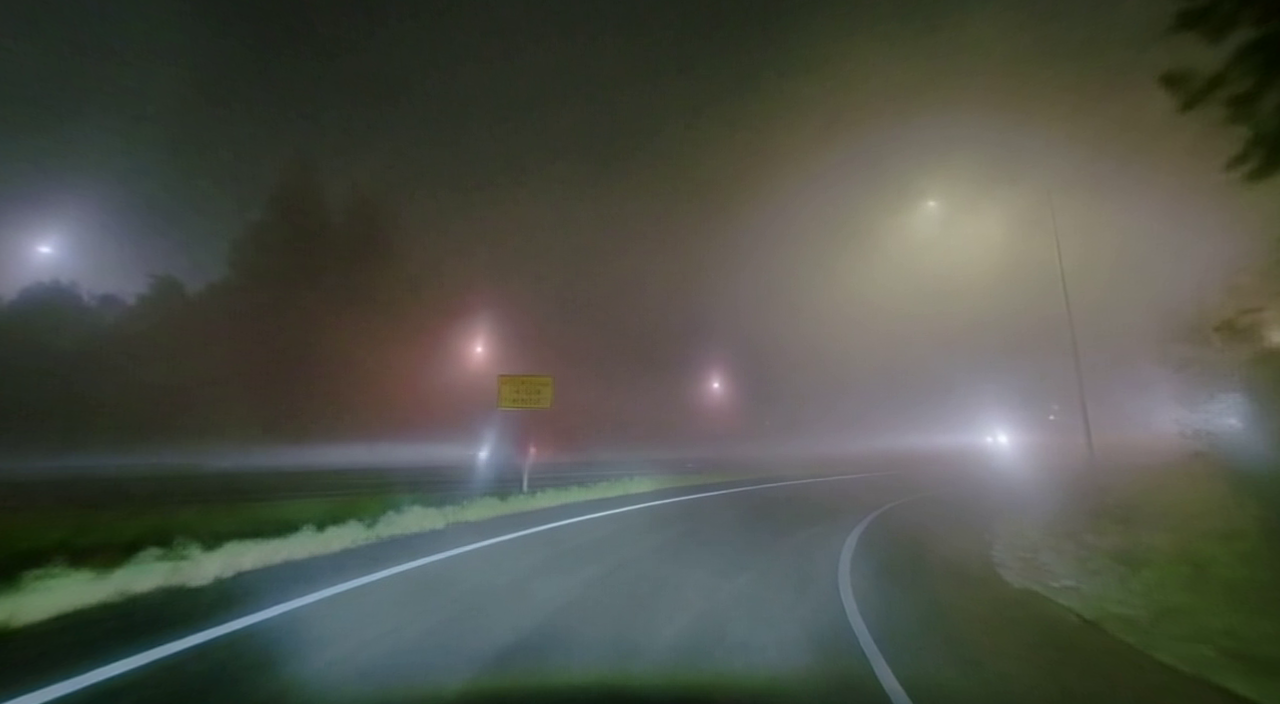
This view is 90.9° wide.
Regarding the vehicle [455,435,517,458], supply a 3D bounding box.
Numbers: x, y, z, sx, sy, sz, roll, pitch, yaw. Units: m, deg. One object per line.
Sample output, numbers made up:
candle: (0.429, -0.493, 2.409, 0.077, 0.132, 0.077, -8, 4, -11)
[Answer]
vehicle: (-10.181, 6.218, 41.691, 3.706, 1.442, 1.743, 3, -9, -23)
